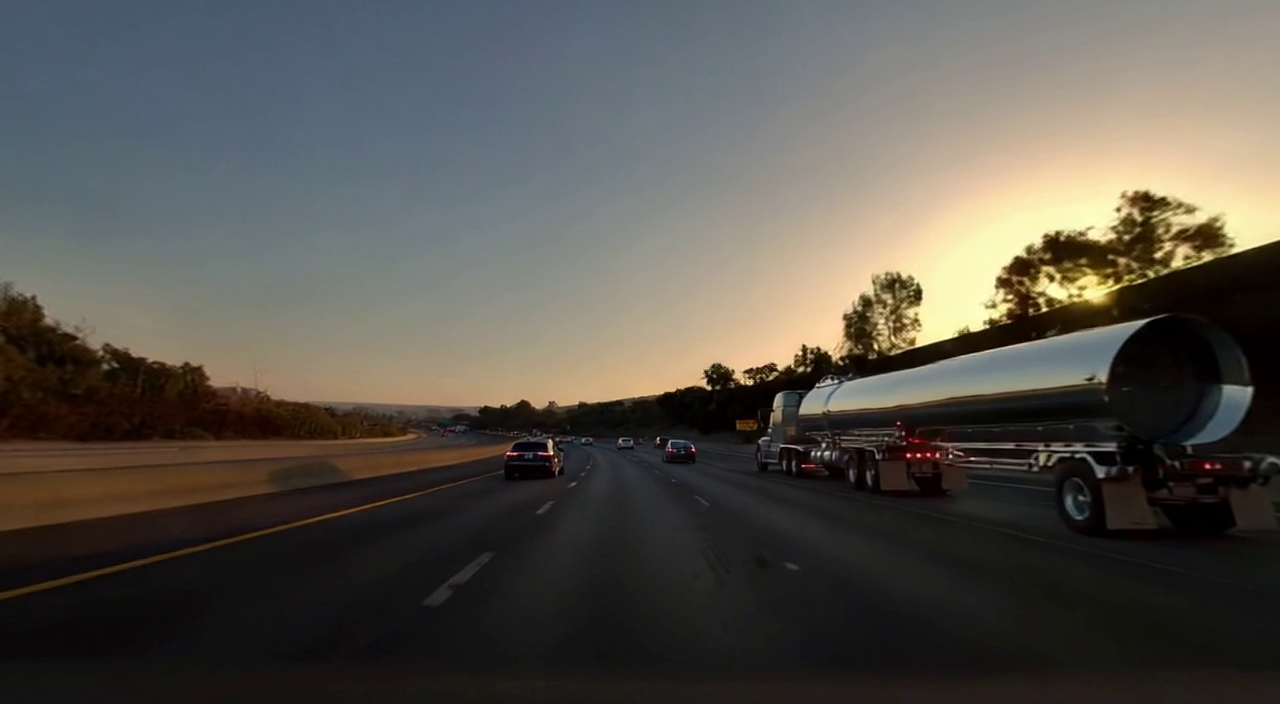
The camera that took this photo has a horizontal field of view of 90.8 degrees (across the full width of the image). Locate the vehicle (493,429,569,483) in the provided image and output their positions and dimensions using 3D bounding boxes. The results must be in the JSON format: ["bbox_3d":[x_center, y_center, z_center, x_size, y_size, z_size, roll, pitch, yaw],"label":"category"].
[{"bbox_3d":[-3.965,3.883,23.840,2.149,1.843,4.348,0,-9,-1],"label":"vehicle"}]

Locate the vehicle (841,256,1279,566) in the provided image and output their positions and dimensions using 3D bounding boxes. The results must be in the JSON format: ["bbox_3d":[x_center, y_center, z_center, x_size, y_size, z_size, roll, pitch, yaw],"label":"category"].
[{"bbox_3d":[7.477,1.385,12.412,3.554,3.573,10.307,0,-9,-1],"label":"vehicle"}]

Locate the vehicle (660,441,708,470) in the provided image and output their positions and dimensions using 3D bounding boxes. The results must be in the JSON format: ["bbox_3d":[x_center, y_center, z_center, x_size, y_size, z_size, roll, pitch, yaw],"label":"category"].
[{"bbox_3d":[2.398,5.820,35.770,2.053,1.510,4.400,1,-9,-4],"label":"vehicle"}]
